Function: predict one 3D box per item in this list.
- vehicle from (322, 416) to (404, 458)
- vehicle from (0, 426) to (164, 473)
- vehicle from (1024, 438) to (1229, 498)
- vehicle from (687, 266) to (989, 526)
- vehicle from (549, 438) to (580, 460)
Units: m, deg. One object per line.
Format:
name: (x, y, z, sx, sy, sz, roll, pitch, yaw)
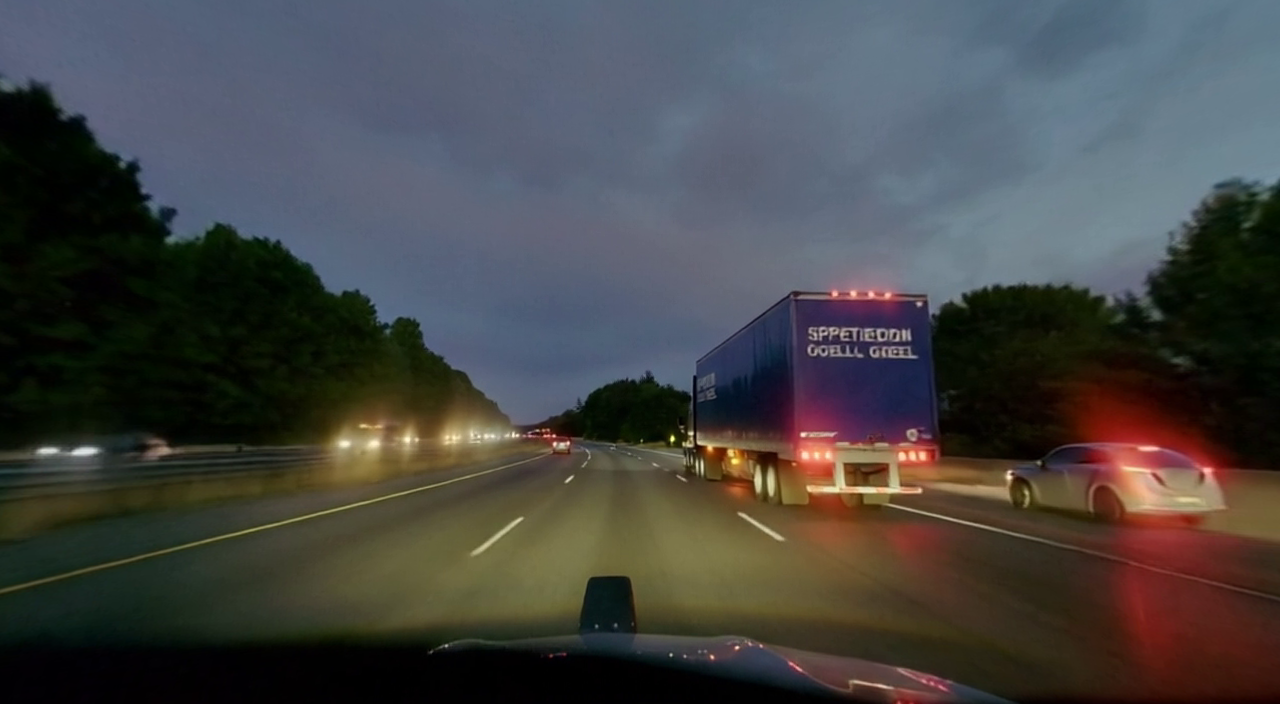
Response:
vehicle: (-16.229, 5.032, 37.342, 2.371, 2.268, 5.885, 0, -8, -3)
vehicle: (-19.344, 3.374, 22.035, 1.824, 1.479, 4.672, 0, -8, -2)
vehicle: (15.320, 3.627, 20.257, 1.975, 1.655, 4.814, 3, -8, -18)
vehicle: (3.584, 1.620, 16.917, 2.910, 4.051, 14.278, 0, -8, -2)
vehicle: (-5.578, 7.224, 47.036, 2.030, 1.547, 3.862, 1, -8, -3)
